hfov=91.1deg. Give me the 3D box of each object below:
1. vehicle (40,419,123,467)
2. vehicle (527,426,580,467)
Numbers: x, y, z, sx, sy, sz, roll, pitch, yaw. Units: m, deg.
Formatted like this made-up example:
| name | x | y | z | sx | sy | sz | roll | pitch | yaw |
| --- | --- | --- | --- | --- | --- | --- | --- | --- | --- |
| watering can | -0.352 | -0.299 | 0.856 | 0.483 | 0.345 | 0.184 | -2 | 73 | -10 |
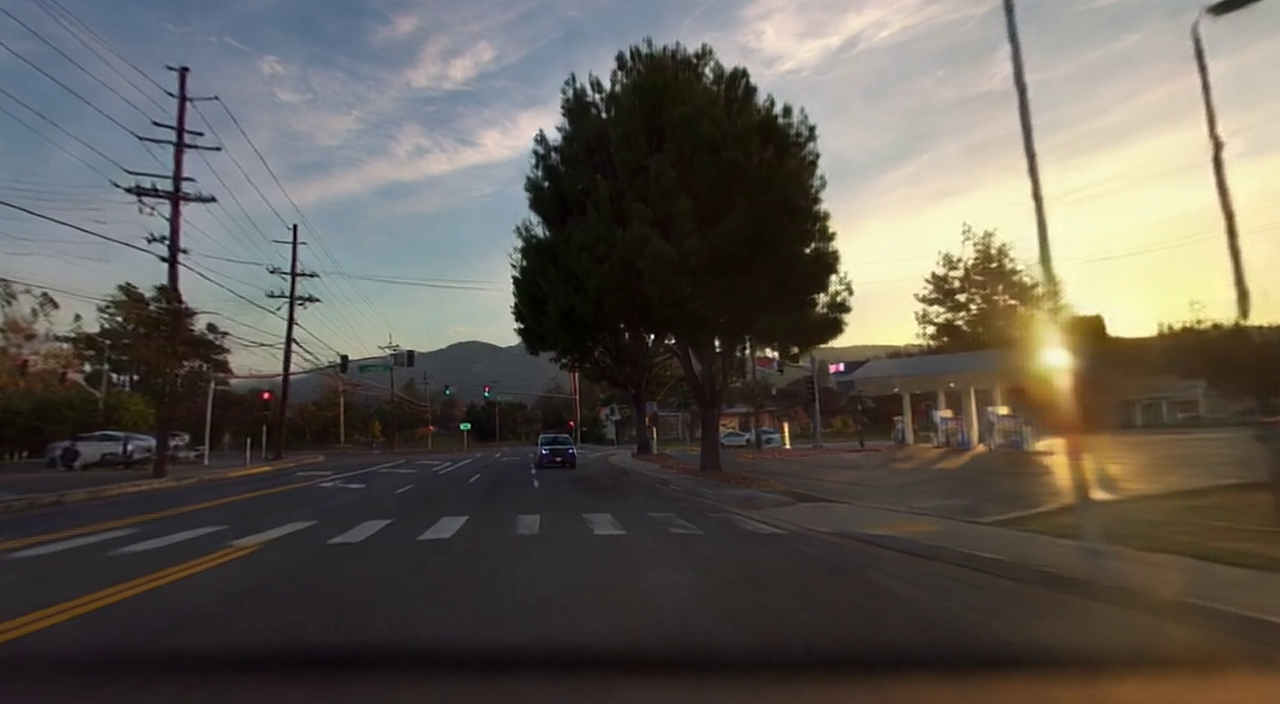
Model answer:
| name | x | y | z | sx | sy | sz | roll | pitch | yaw |
| --- | --- | --- | --- | --- | --- | --- | --- | --- | --- |
| vehicle | -31.668 | 5.162 | 35.654 | 2.427 | 2.514 | 2.560 | -5 | -9 | 22 |
| vehicle | -4.408 | 4.680 | 31.355 | 2.300 | 1.868 | 4.690 | 1 | -8 | -12 |
